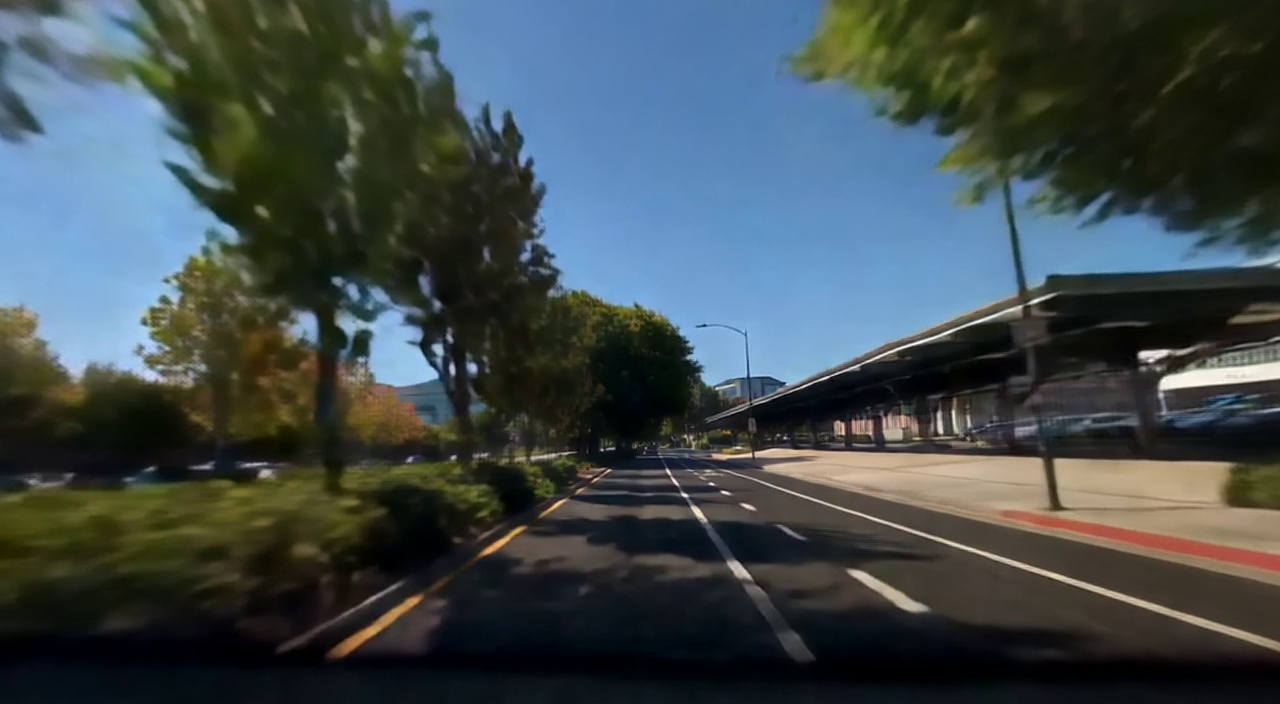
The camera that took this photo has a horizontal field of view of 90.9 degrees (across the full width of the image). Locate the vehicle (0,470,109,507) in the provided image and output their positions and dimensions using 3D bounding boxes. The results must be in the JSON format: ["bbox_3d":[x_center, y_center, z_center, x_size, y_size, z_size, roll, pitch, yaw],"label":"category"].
[{"bbox_3d":[-29.776,6.847,31.900,1.815,1.531,4.544,0,-9,-1],"label":"vehicle"}]

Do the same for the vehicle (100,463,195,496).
[{"bbox_3d":[-29.717,7.667,38.233,1.902,1.746,4.706,0,-9,1],"label":"vehicle"}]
